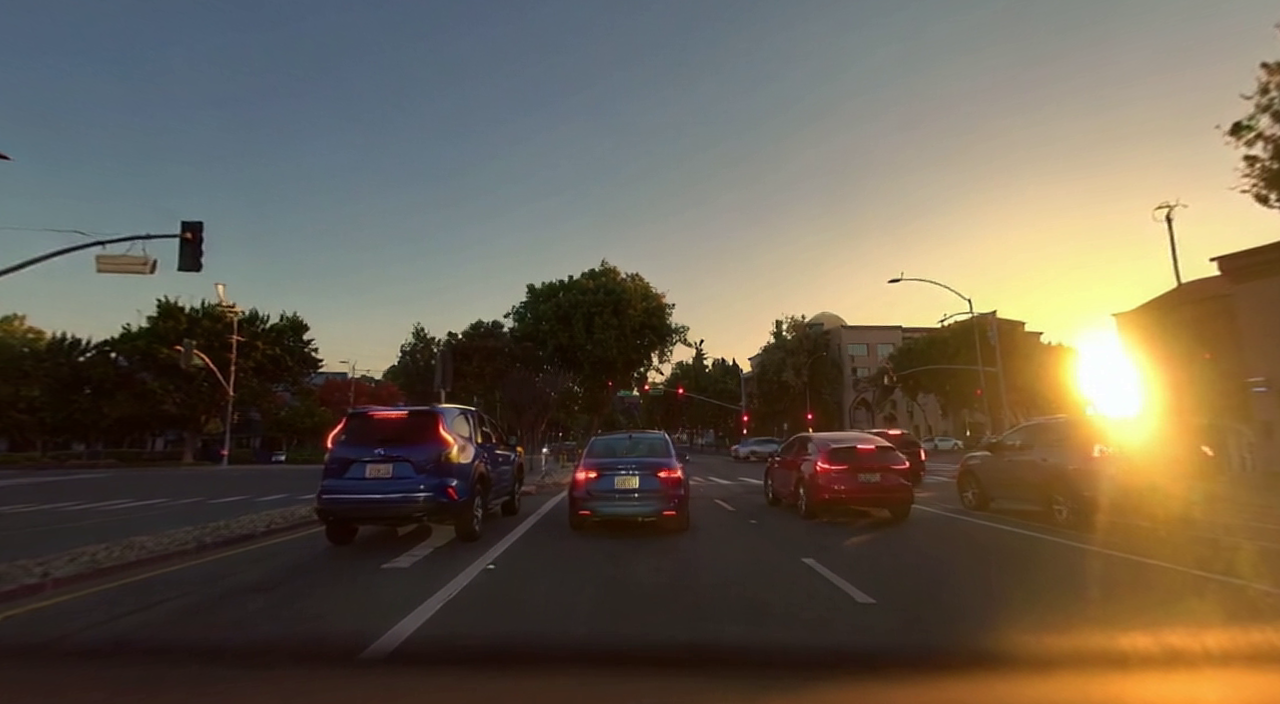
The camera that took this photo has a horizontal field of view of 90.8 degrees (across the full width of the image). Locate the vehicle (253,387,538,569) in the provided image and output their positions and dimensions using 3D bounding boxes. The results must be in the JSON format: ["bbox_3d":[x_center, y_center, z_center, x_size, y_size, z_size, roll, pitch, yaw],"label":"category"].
[{"bbox_3d":[-2.854,1.618,8.826,2.064,1.825,4.760,0,-8,0],"label":"vehicle"}]

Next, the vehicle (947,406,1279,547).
[{"bbox_3d":[7.247,1.894,10.254,2.068,1.731,4.752,0,-8,-1],"label":"vehicle"}]

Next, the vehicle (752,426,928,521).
[{"bbox_3d":[3.575,2.256,12.282,1.861,1.473,4.393,0,-8,-2],"label":"vehicle"}]

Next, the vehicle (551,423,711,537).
[{"bbox_3d":[-0.153,1.974,10.328,2.097,1.480,4.006,0,-8,-1],"label":"vehicle"}]
